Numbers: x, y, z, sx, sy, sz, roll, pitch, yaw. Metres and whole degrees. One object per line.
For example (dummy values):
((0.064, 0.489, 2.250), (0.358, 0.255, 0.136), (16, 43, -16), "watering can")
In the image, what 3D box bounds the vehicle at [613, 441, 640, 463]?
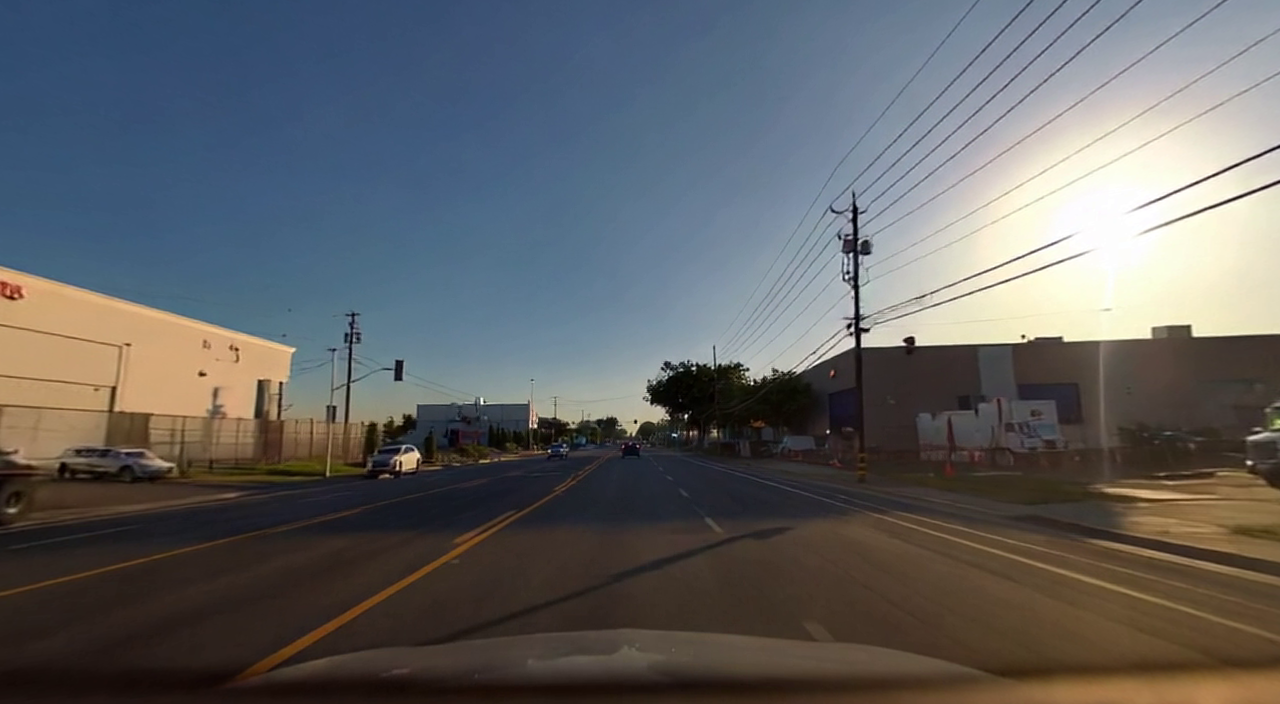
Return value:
((-0.990, 7.534, 47.837), (1.937, 1.588, 3.746), (0, -8, 0), "vehicle")

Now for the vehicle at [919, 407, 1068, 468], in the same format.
((22.135, 5.415, 39.888), (7.478, 3.666, 2.863), (0, -8, 0), "vehicle")

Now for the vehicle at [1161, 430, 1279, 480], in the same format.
((23.860, 4.003, 24.643), (5.111, 1.827, 2.058), (-1, -8, 2), "vehicle")

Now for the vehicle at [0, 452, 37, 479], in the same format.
((-37.730, 6.699, 37.415), (4.343, 1.483, 1.916), (-6, -10, 34), "vehicle")

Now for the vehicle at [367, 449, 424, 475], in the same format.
((-16.128, 7.243, 41.893), (1.936, 1.555, 4.533), (-1, -8, 0), "vehicle")
